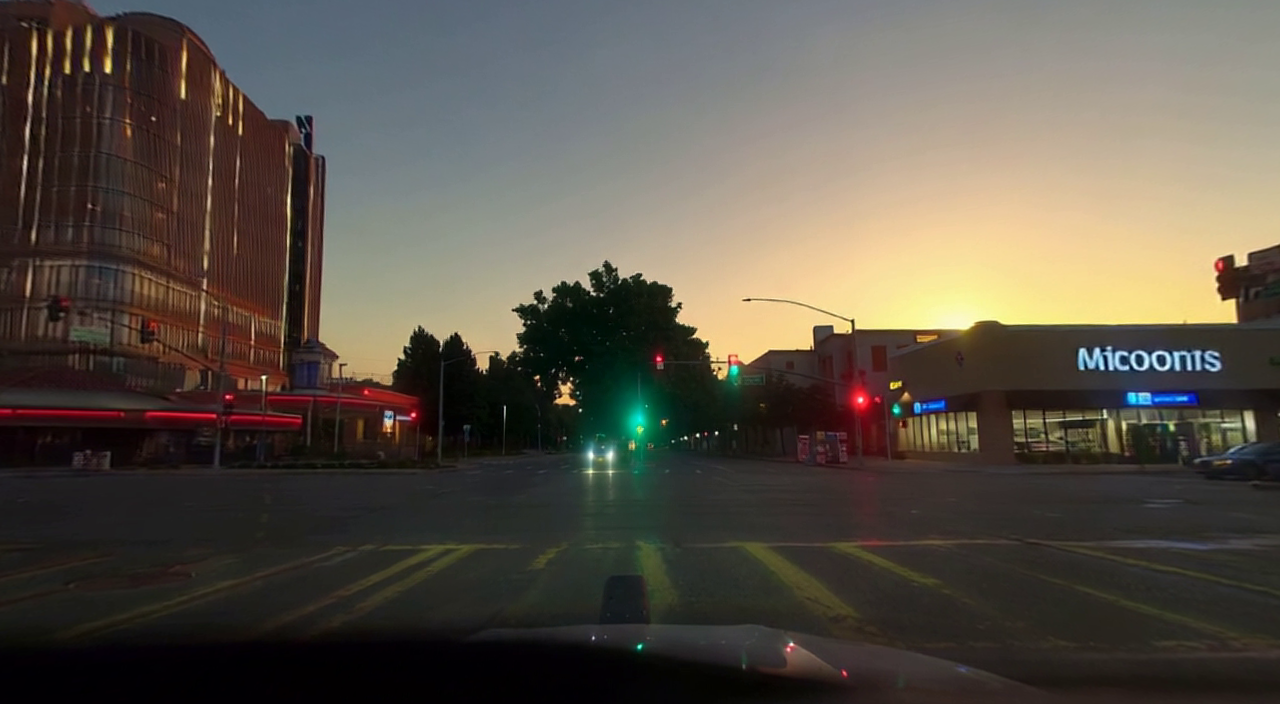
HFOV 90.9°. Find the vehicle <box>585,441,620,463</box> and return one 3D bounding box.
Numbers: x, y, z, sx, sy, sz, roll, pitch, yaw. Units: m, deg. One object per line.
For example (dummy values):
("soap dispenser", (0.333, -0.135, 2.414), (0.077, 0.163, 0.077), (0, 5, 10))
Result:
("vehicle", (-2.513, 6.869, 43.397), (2.104, 1.468, 4.195), (0, -9, 1))
